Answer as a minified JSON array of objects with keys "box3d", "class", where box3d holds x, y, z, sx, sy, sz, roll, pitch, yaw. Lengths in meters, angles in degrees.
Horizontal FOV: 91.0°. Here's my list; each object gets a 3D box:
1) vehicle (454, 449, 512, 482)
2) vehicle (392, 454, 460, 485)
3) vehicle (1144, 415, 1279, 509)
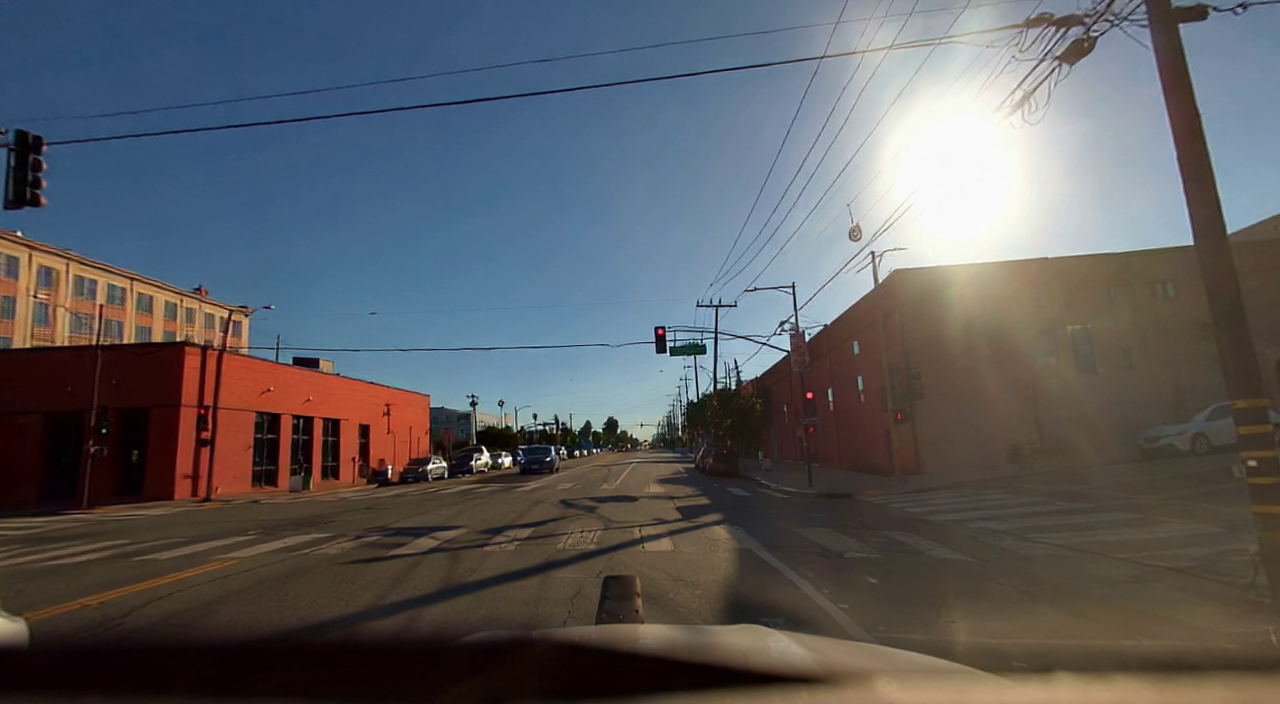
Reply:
[{"box3d":[-8.678,6.292,35.159,2.020,1.672,3.842,0,-9,3],"class":"vehicle"},{"box3d":[-12.014,6.604,35.731,1.943,1.574,4.727,0,-9,3],"class":"vehicle"},{"box3d":[12.742,2.203,12.772,3.234,1.746,1.941,-1,-9,2],"class":"vehicle"}]
